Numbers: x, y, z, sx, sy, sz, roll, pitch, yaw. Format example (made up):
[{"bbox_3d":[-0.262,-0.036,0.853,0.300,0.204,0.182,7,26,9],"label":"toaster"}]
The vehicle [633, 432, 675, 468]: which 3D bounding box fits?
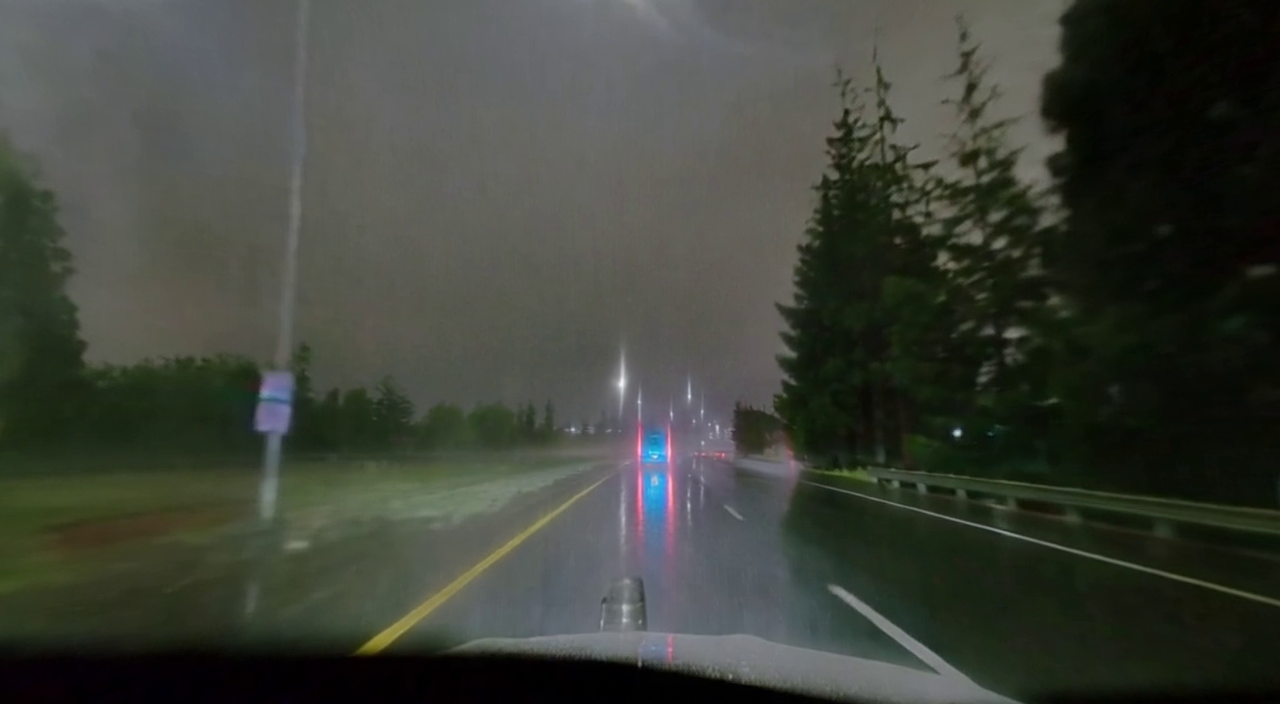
[{"bbox_3d":[0.954,6.220,40.108,2.546,2.126,5.153,0,-8,3],"label":"vehicle"}]
